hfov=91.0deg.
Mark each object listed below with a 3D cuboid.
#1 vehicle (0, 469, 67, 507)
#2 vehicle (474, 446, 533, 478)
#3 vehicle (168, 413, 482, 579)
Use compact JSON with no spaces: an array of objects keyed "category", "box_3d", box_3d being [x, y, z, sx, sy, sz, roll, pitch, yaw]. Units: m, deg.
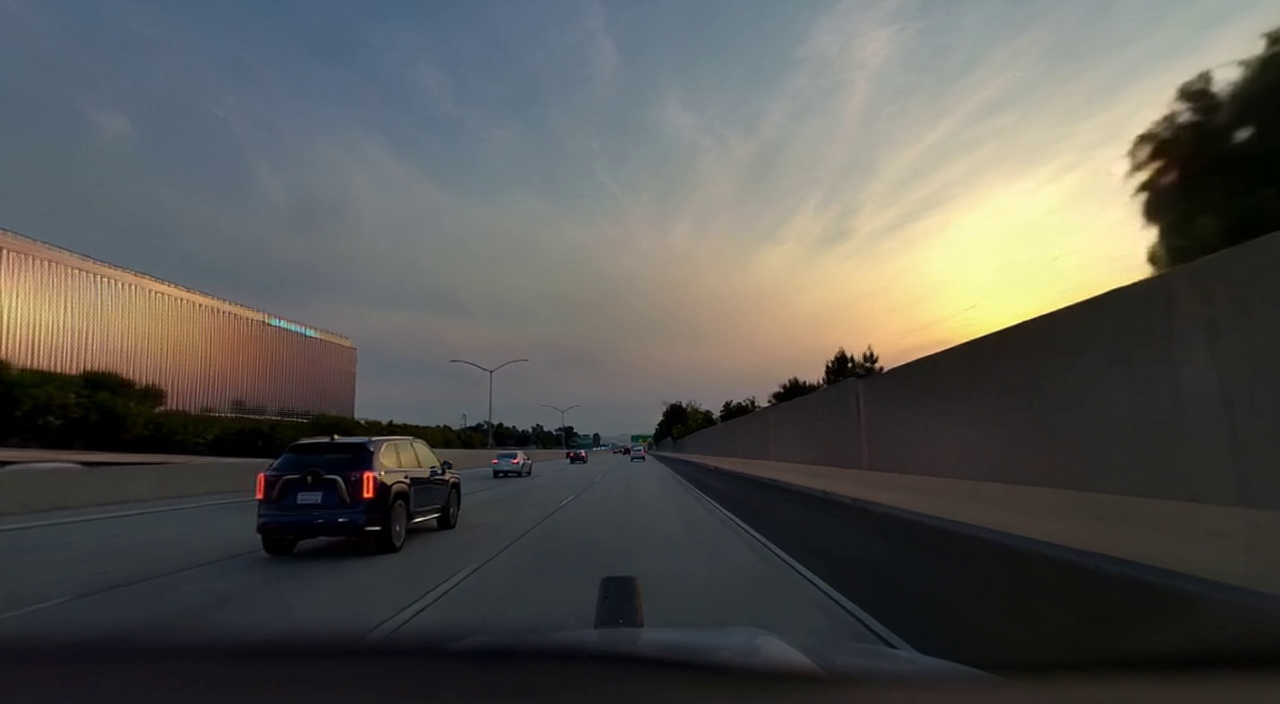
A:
[{"category":"vehicle","box_3d":[-28.126,6.005,27.823,1.835,1.476,3.924,0,-9,1]},{"category":"vehicle","box_3d":[-7.175,5.821,33.592,1.998,1.542,4.953,0,-9,1]},{"category":"vehicle","box_3d":[-3.894,1.854,8.947,2.059,1.725,4.521,0,-9,1]}]
